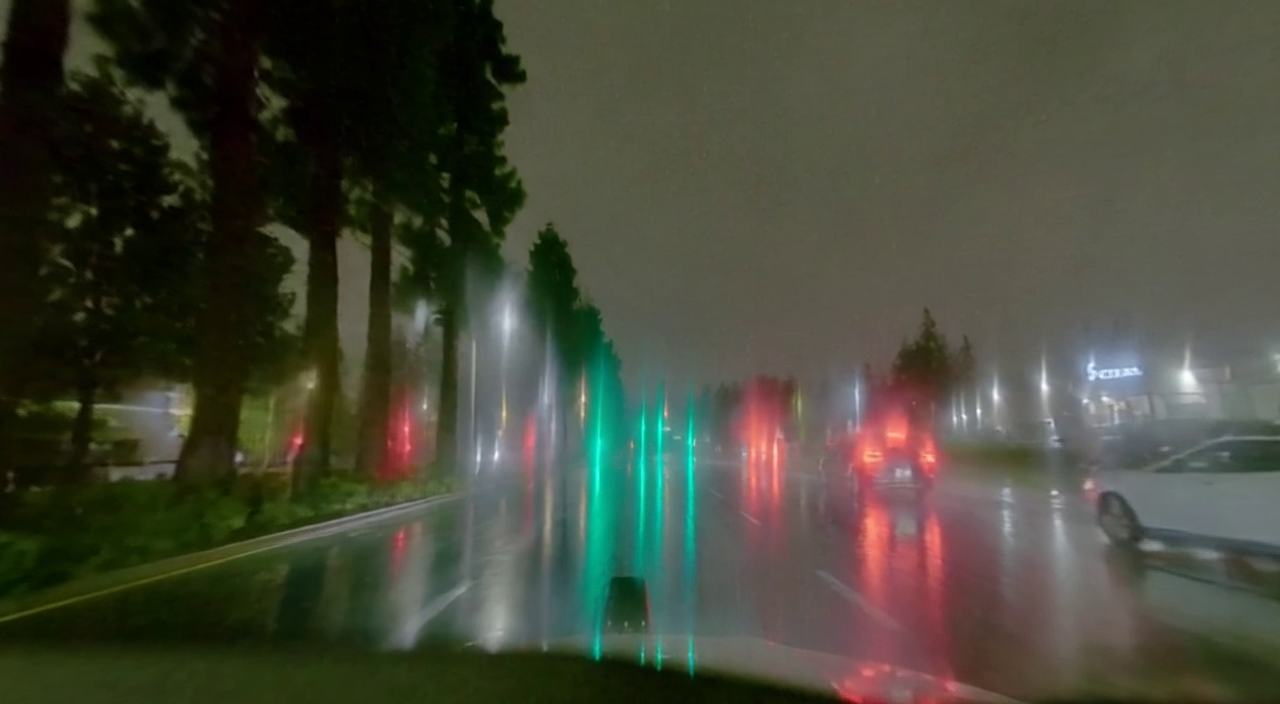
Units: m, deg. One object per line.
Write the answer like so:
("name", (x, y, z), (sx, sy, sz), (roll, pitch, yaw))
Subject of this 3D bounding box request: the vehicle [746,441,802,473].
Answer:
("vehicle", (7.311, 5.788, 34.947), (2.122, 1.602, 4.928), (-1, -9, 1))

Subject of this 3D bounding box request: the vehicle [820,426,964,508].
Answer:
("vehicle", (7.131, 3.300, 18.576), (2.157, 2.057, 4.994), (0, -8, 0))

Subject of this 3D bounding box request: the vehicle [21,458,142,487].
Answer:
("vehicle", (-31.683, 6.821, 35.884), (4.795, 1.555, 2.221), (-1, -9, 2))

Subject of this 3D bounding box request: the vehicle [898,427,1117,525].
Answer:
("vehicle", (7.092, 2.414, 12.838), (1.919, 1.616, 4.315), (0, -8, 1))

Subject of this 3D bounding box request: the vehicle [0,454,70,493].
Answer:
("vehicle", (-32.275, 6.108, 31.929), (4.663, 1.861, 2.194), (0, -9, 2))

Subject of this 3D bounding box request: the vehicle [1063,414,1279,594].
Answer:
("vehicle", (6.885, 1.473, 6.319), (1.986, 1.634, 4.783), (0, -8, 1))
